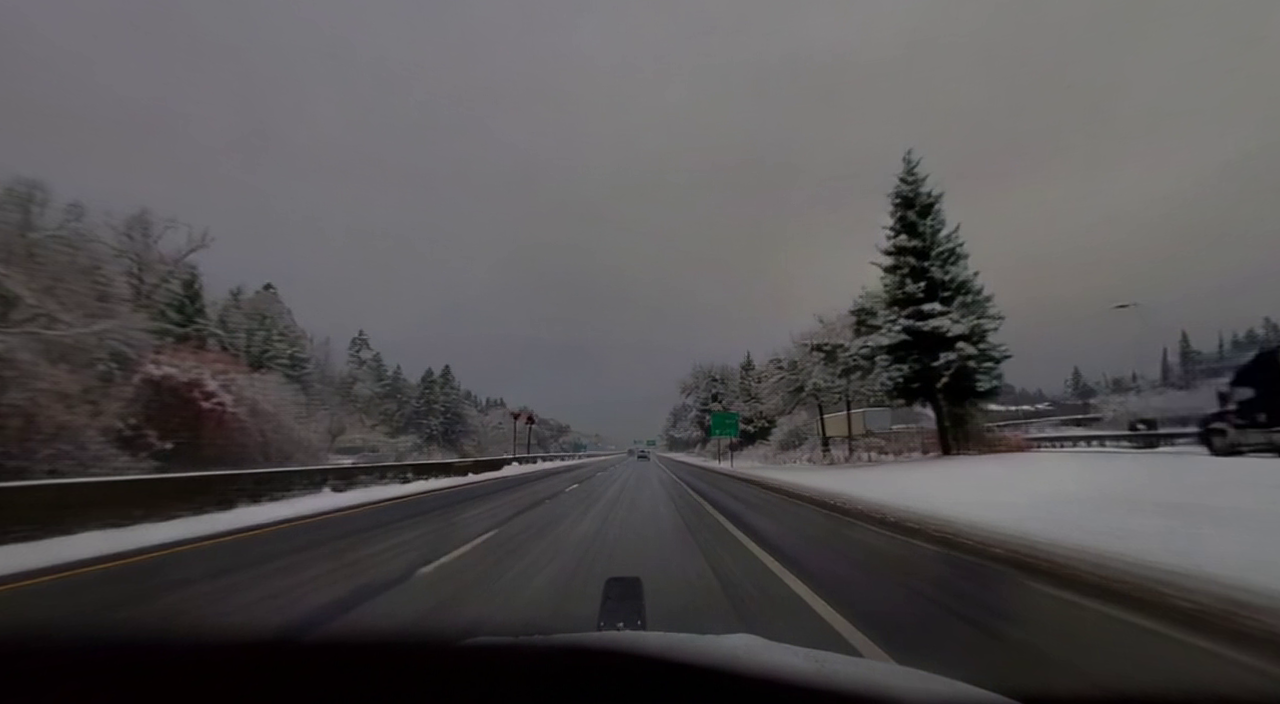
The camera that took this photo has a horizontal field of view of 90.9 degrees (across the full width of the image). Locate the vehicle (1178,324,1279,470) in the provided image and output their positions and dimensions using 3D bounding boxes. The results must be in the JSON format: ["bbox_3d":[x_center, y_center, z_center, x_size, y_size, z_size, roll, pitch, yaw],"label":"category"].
[{"bbox_3d":[20.377,1.347,18.727,2.928,4.284,6.301,0,-9,0],"label":"vehicle"}]
